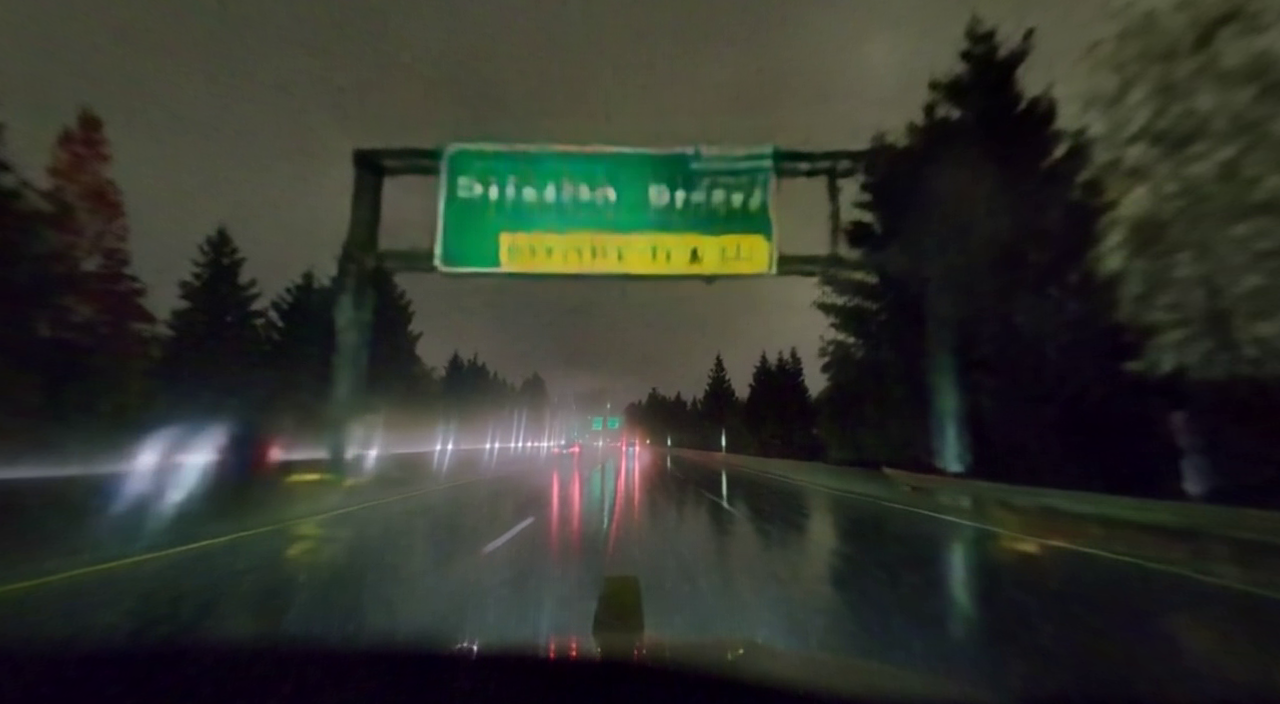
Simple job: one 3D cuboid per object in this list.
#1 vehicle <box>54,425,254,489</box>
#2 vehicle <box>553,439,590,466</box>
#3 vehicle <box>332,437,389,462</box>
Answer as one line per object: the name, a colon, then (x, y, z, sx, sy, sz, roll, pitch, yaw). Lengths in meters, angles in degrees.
vehicle: (-12.597, 2.772, 16.721, 1.831, 1.460, 4.414, 0, -9, -1)
vehicle: (-4.445, 6.588, 41.207, 2.098, 1.692, 4.038, 0, -9, -1)
vehicle: (-17.588, 6.183, 39.605, 1.857, 1.478, 3.924, 0, -9, -1)
